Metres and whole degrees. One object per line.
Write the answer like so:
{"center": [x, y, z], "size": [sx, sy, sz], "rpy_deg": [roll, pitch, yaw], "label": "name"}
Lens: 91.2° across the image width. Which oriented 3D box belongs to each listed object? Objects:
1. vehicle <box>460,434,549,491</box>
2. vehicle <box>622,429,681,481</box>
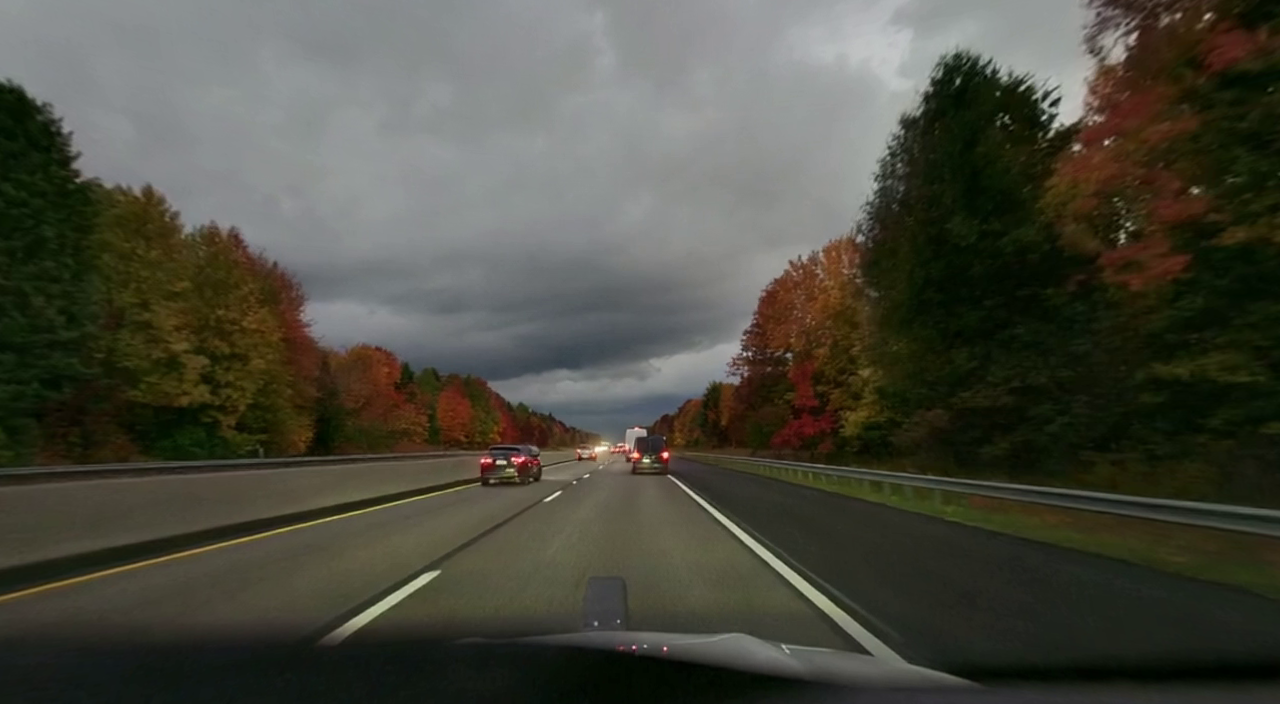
{"center": [-4.425, 3.678, 21.197], "size": [2.088, 1.688, 4.365], "rpy_deg": [0, -9, -1], "label": "vehicle"}
{"center": [0.396, 4.243, 25.897], "size": [2.179, 1.930, 4.538], "rpy_deg": [0, -9, -1], "label": "vehicle"}
